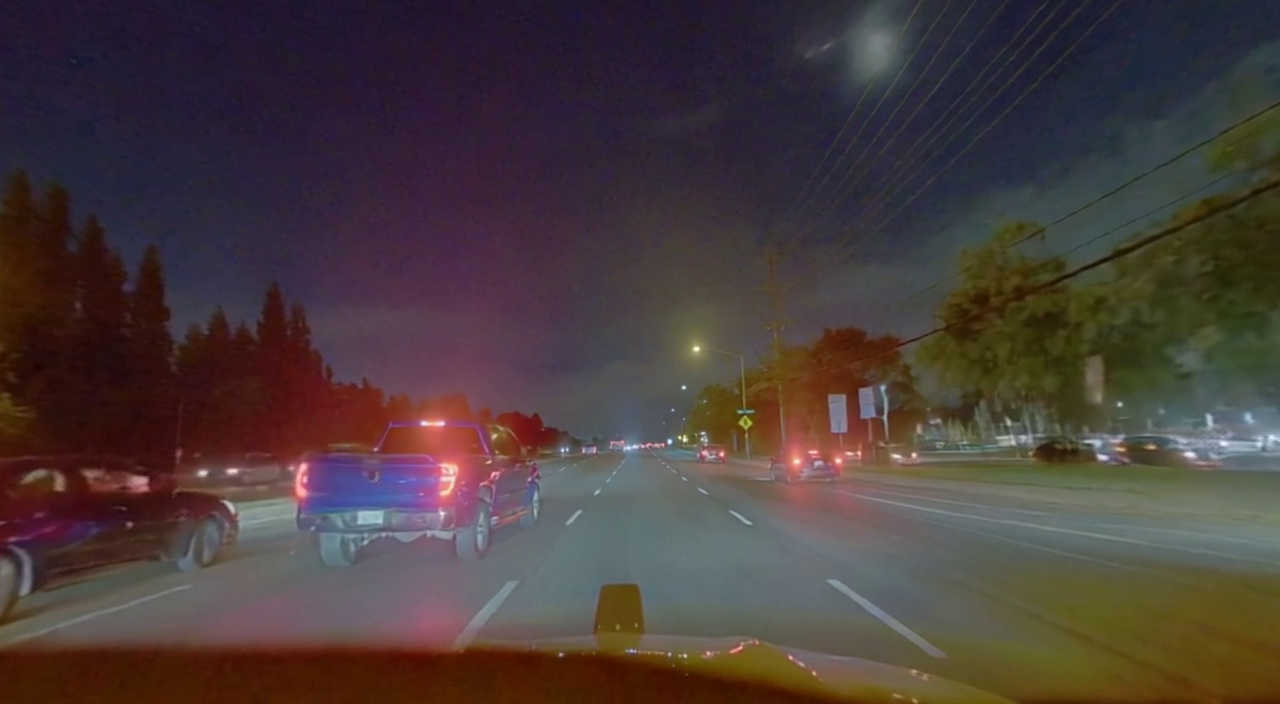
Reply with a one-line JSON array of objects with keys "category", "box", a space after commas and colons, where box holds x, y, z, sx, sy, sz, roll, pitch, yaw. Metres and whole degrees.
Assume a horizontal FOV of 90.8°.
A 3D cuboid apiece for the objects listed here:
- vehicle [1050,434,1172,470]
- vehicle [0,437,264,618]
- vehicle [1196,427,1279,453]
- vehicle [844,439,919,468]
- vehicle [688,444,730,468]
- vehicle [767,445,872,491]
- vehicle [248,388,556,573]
[{"category": "vehicle", "box": [22.828, 4.859, 30.818, 1.860, 1.597, 4.261, 4, -10, -25]}, {"category": "vehicle", "box": [-6.372, 1.674, 6.517, 2.035, 1.497, 4.723, -1, -9, 1]}, {"category": "vehicle", "box": [38.216, 5.591, 40.068, 4.628, 1.574, 2.349, 3, -10, -20]}, {"category": "vehicle", "box": [17.193, 7.307, 45.412, 2.267, 1.925, 5.964, 1, -9, -9]}, {"category": "vehicle", "box": [4.517, 6.895, 42.006, 2.071, 1.435, 4.226, 0, -9, -4]}, {"category": "vehicle", "box": [6.230, 4.069, 22.529, 1.840, 1.428, 4.602, 1, -9, -8]}, {"category": "vehicle", "box": [-2.999, 1.876, 10.007, 2.467, 1.991, 6.089, -1, -9, 0]}]
